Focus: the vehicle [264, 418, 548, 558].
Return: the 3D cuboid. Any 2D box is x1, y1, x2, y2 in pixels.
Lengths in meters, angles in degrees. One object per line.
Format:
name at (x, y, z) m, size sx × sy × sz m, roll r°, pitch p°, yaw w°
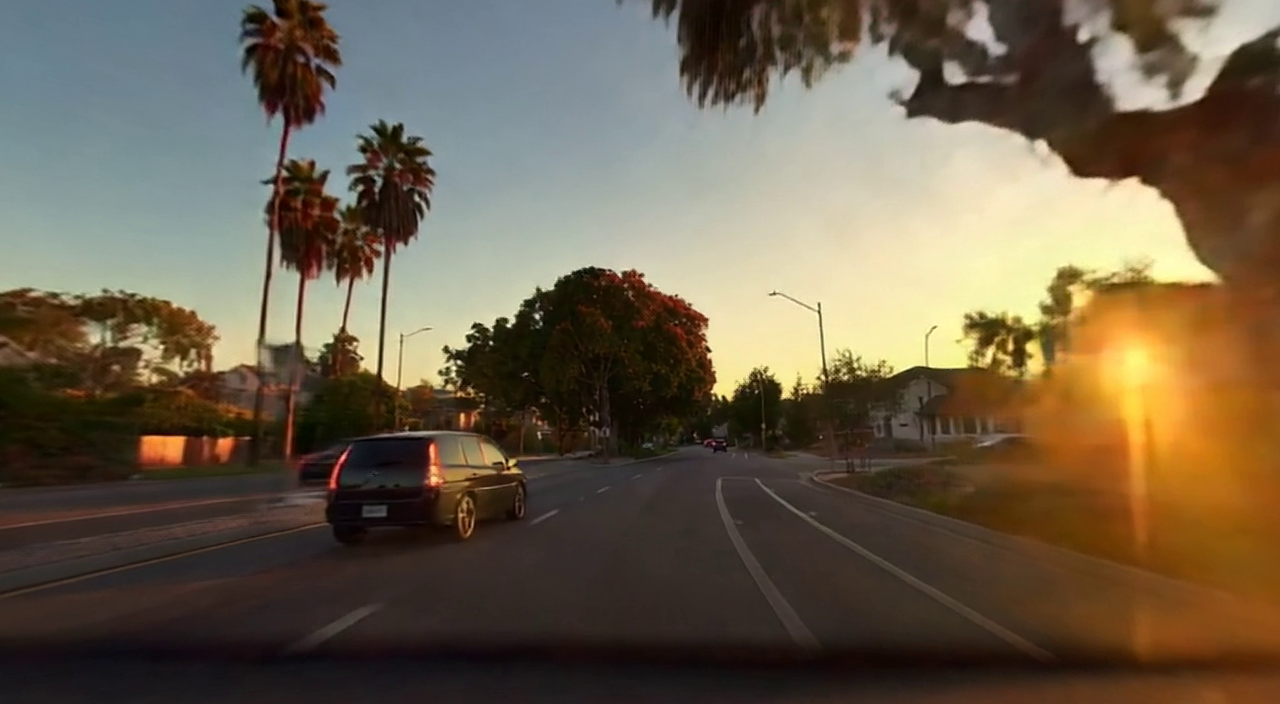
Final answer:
vehicle at (-2.932, 1.850, 9.325) m, size 2.075 × 1.498 × 4.730 m, roll -1°, pitch -9°, yaw 5°
